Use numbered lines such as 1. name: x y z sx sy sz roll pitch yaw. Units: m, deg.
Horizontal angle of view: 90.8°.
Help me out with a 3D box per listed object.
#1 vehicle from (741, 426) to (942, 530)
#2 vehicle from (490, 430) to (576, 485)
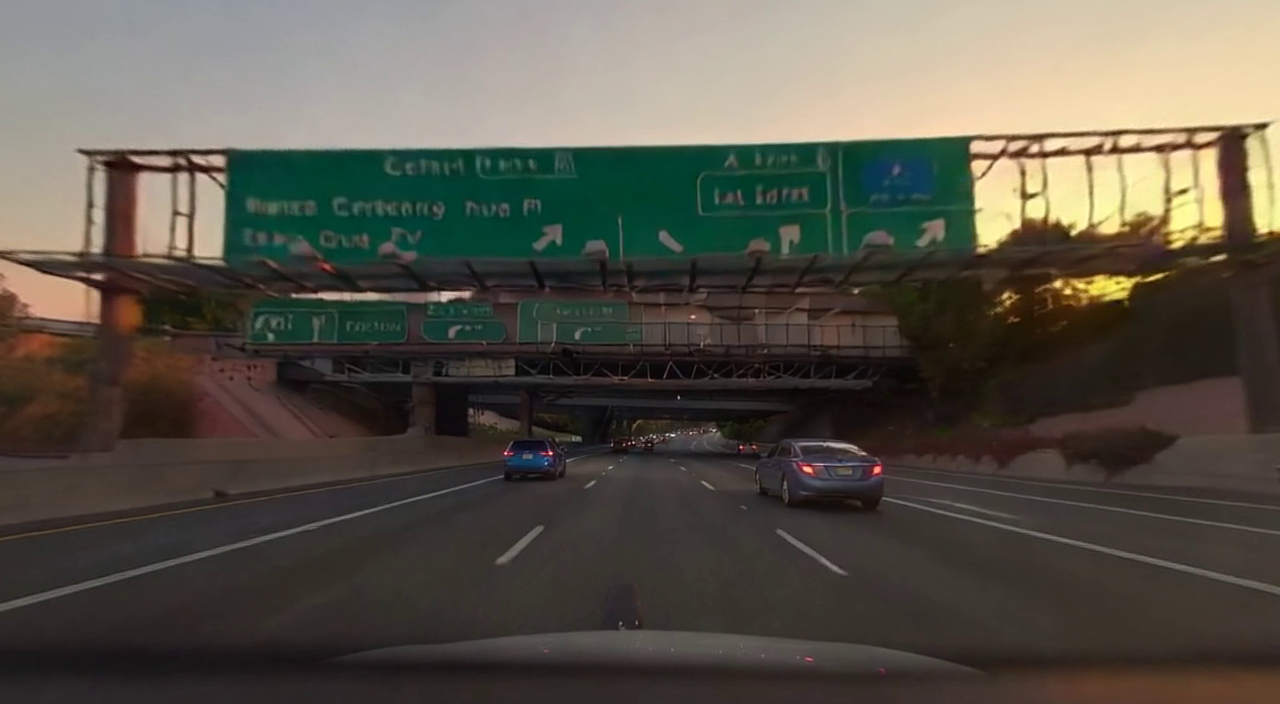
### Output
1. vehicle: 3.450 2.276 12.083 2.107 1.550 4.949 0 -8 -1
2. vehicle: -3.689 3.738 22.650 2.193 1.746 4.512 0 -8 1
